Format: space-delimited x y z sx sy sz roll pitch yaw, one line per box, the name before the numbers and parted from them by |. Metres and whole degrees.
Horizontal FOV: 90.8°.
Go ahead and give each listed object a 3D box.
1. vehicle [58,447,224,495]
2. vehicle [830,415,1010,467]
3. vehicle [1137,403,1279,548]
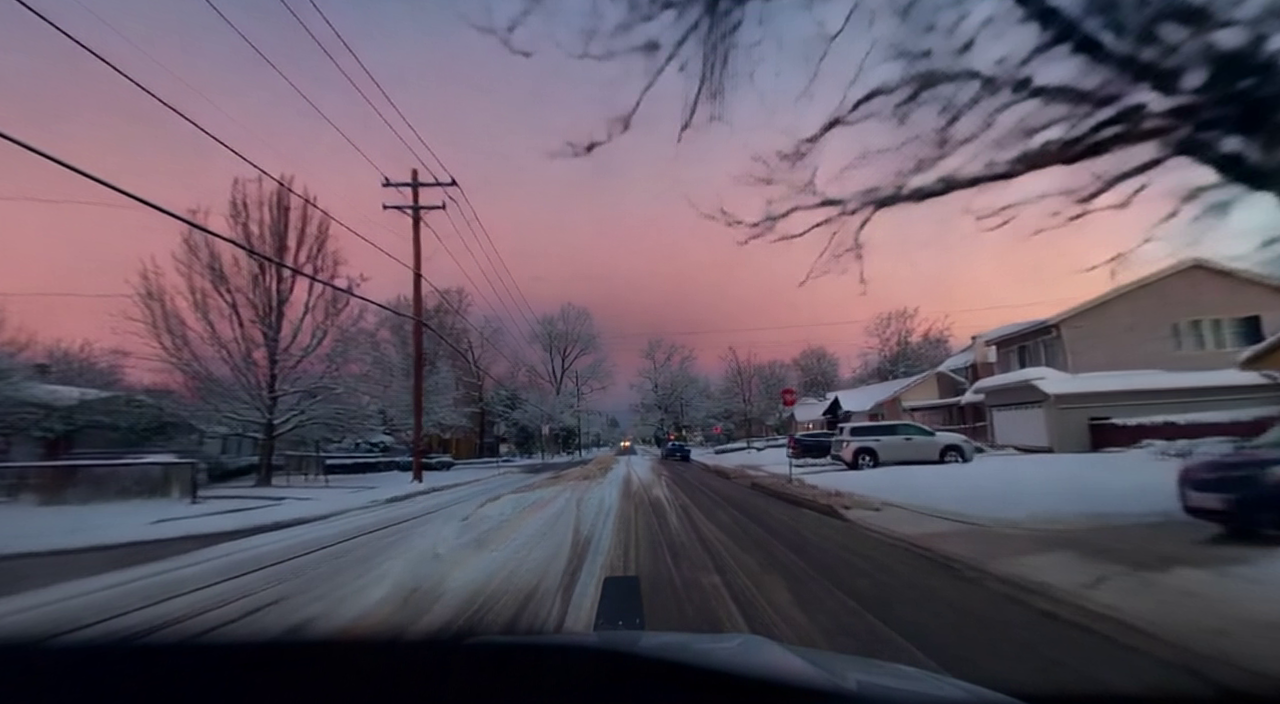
vehicle | -17.904 4.256 22.828 4.304 1.643 1.969 0 -8 1
vehicle | 11.048 3.568 25.299 5.968 1.963 2.573 1 -8 -3
vehicle | 9.249 1.370 7.741 4.575 1.569 1.924 -3 -8 1
